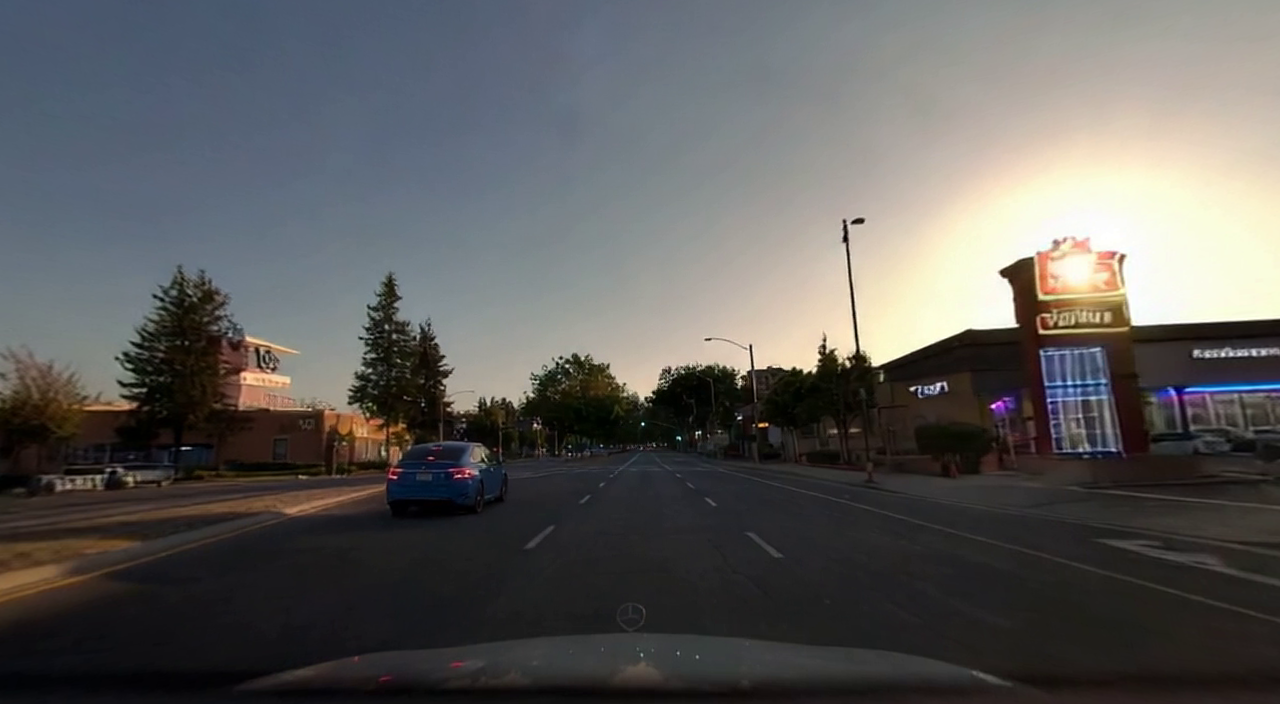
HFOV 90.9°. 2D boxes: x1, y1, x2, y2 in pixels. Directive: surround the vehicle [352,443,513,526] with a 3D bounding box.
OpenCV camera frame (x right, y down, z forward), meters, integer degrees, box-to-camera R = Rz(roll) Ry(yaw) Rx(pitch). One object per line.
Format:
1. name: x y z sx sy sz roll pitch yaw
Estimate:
1. vehicle: -4.190 2.718 13.643 2.082 1.460 4.636 0 -8 -2
